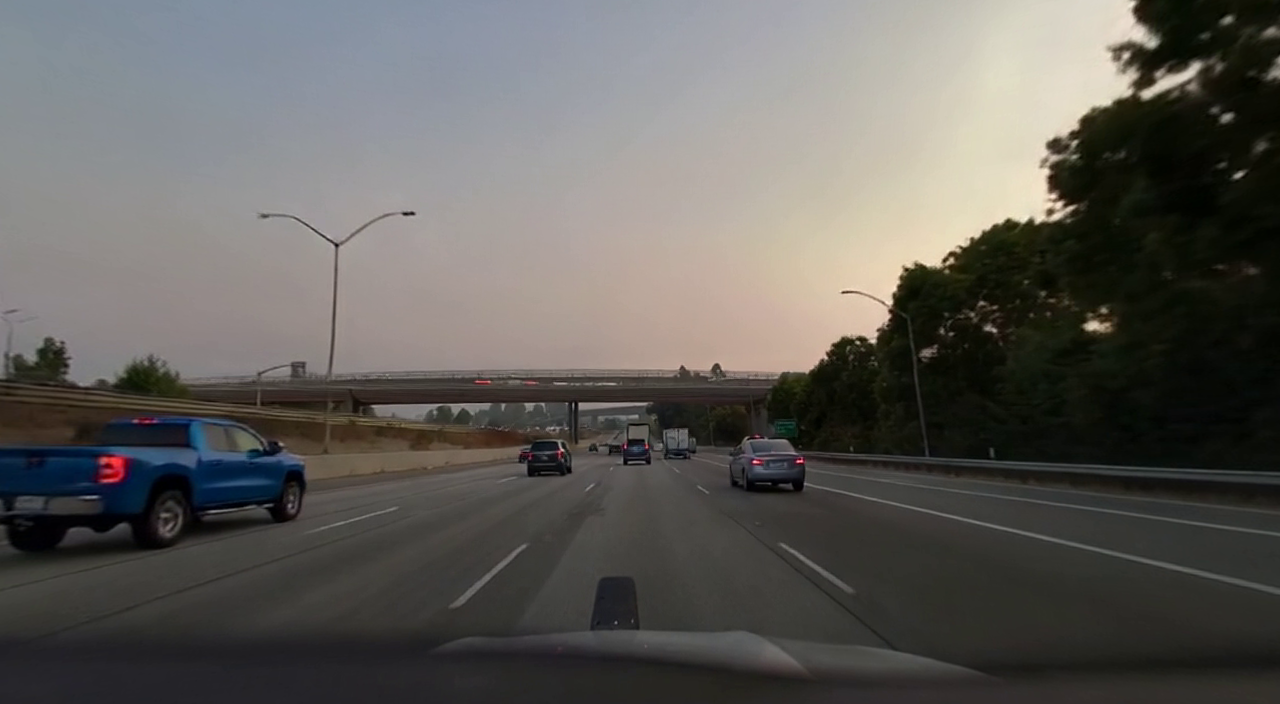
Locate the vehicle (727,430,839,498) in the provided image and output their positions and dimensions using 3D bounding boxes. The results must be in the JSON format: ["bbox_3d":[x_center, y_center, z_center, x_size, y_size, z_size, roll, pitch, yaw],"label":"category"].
[{"bbox_3d":[3.835,3.091,17.729,2.119,1.653,4.000,0,-9,-1],"label":"vehicle"}]

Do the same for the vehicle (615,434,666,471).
[{"bbox_3d":[0.015,5.453,34.321,2.572,1.837,5.693,0,-9,0],"label":"vehicle"}]

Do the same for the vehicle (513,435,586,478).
[{"bbox_3d":[-3.861,4.592,27.907,2.535,1.715,5.030,0,-9,-1],"label":"vehicle"}]

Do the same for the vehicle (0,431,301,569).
[{"bbox_3d":[-7.101,1.923,9.062,1.947,1.444,4.595,0,-9,0],"label":"vehicle"}]
